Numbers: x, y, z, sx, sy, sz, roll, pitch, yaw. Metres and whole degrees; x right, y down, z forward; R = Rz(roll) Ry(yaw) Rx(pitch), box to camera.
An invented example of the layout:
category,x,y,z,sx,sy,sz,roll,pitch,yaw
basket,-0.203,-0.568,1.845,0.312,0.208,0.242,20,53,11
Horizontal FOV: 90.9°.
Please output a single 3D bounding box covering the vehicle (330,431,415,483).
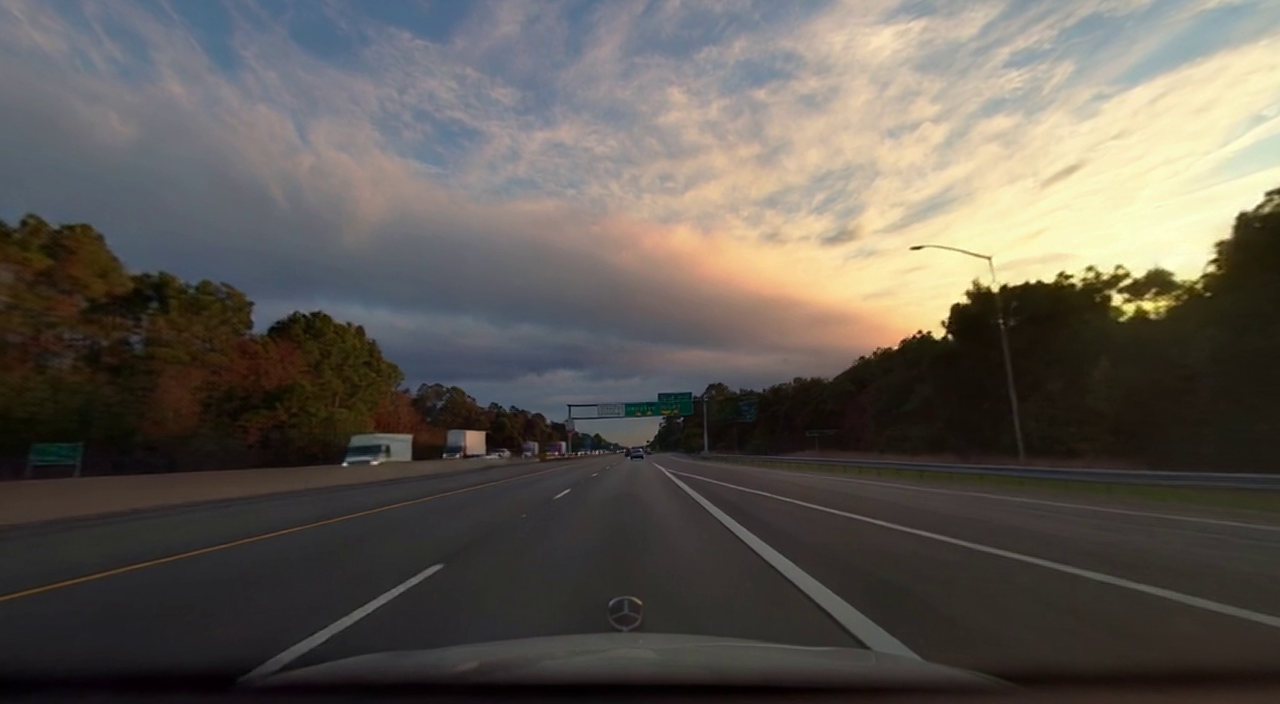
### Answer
category,x,y,z,sx,sy,sz,roll,pitch,yaw
vehicle,-15.043,5.966,35.925,2.308,2.671,5.819,0,-9,-1
